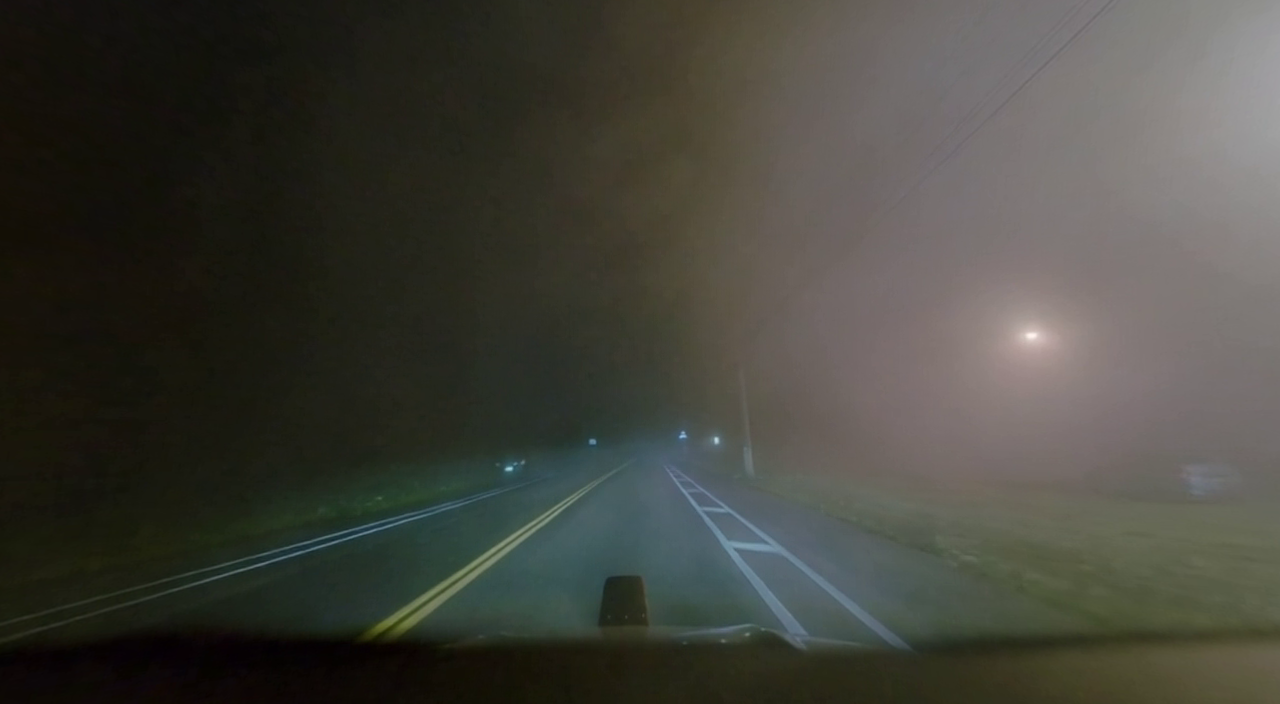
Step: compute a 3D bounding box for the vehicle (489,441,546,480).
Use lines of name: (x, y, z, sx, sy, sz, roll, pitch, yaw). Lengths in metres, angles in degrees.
vehicle: (-6.220, 5.593, 32.478, 1.992, 1.797, 4.372, -2, -10, 1)
